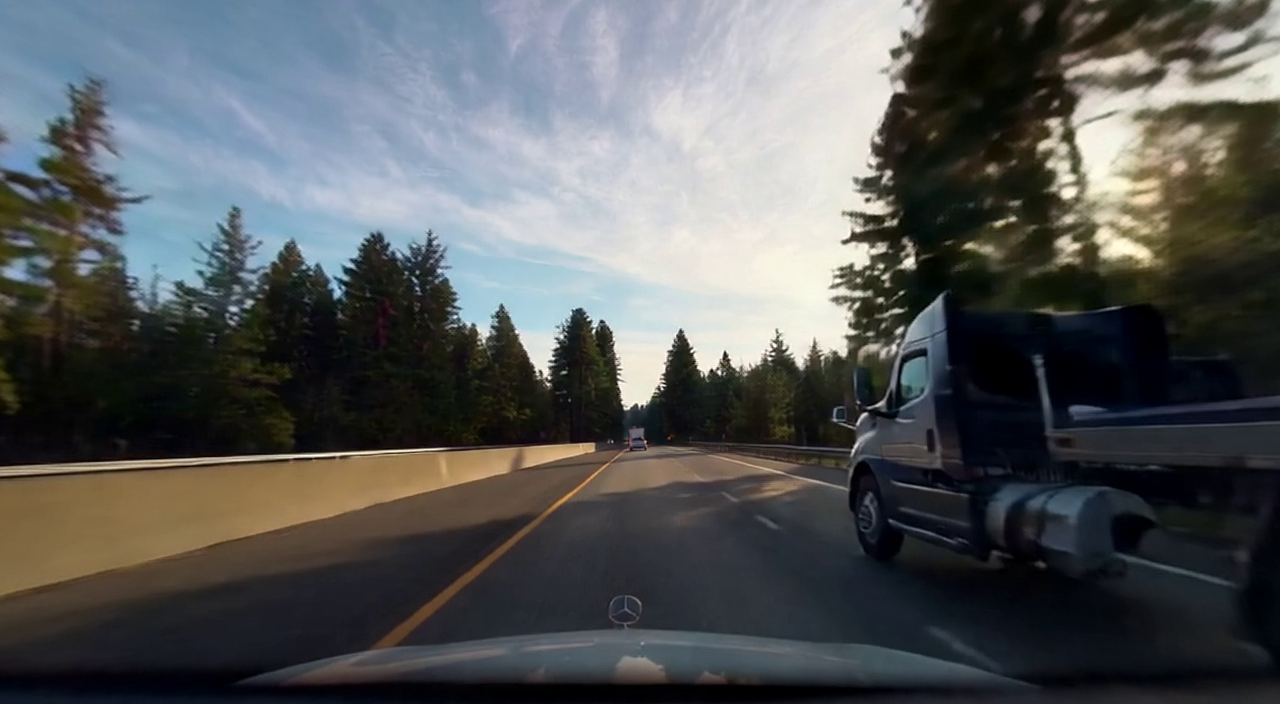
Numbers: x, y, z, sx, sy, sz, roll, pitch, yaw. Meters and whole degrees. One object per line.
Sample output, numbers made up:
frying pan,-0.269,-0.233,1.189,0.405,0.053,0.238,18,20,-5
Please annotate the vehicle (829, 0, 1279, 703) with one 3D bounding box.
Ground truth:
vehicle,4.249,0.282,4.488,3.013,3.462,8.956,0,-8,0
